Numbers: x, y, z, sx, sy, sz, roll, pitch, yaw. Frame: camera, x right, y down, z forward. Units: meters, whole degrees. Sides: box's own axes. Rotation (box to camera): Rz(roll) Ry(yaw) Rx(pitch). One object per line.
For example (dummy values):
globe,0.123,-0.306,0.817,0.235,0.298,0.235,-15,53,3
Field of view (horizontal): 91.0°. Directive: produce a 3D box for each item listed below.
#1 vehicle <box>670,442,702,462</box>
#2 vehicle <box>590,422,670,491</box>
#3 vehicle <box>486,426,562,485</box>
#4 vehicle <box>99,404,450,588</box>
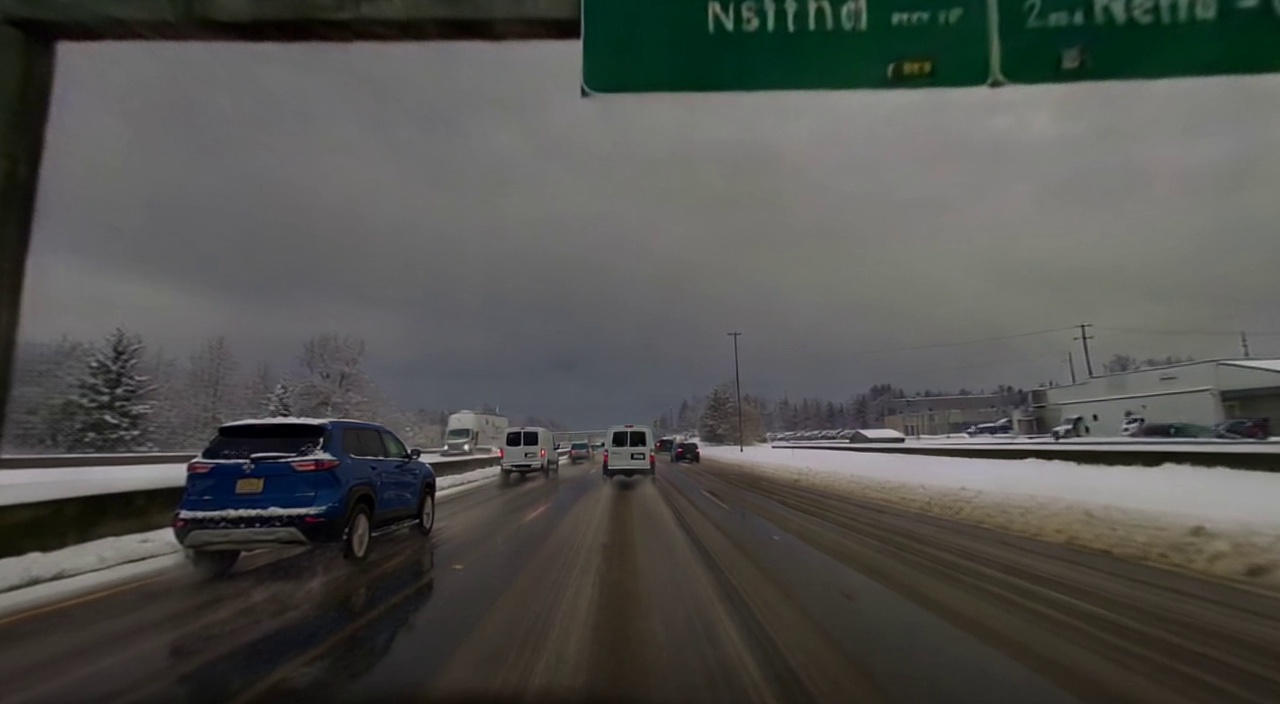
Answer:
vehicle,3.502,7.663,48.448,1.999,1.494,3.833,0,-8,-2
vehicle,-0.340,3.316,20.332,2.304,1.925,4.282,0,-8,-1
vehicle,-4.185,3.788,23.382,2.038,1.936,4.300,0,-8,-1
vehicle,-4.095,1.661,8.151,1.972,1.703,4.333,0,-8,-1
